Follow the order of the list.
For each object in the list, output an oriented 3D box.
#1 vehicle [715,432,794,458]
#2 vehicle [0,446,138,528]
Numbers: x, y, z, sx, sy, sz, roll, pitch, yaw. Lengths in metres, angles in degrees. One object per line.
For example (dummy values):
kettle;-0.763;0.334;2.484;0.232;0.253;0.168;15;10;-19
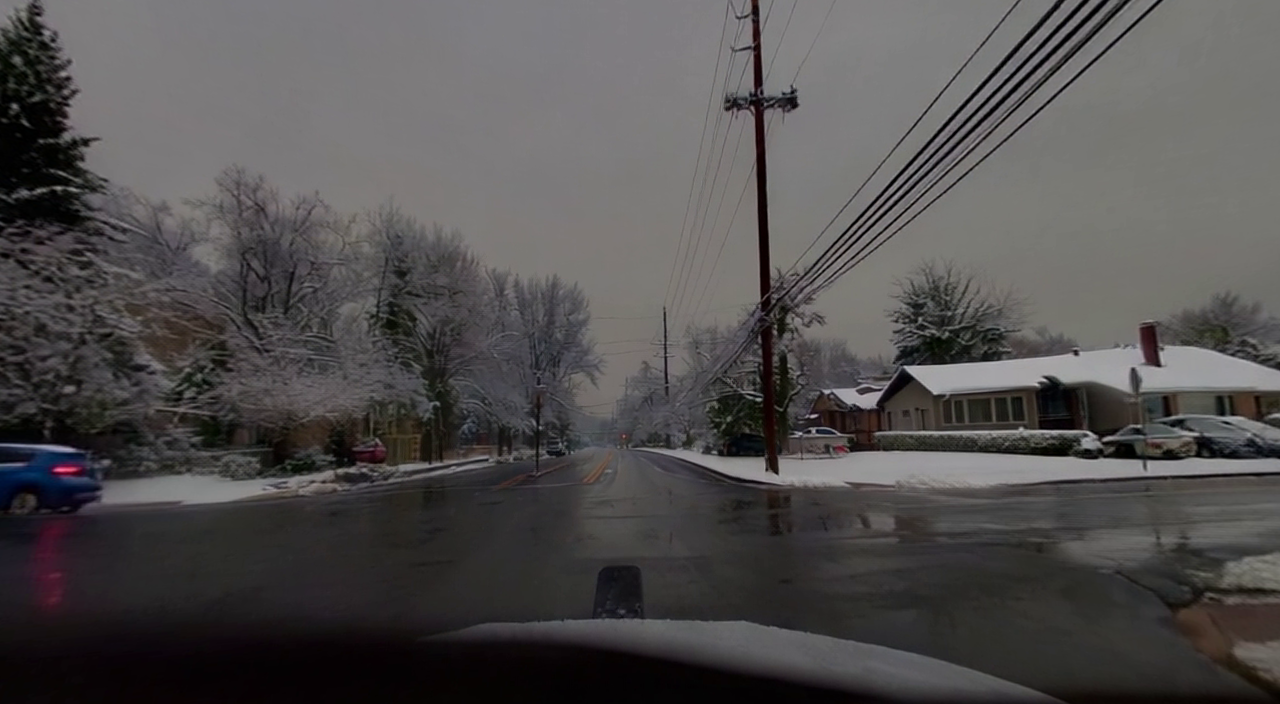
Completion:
vehicle;7.491;6.107;41.674;4.784;1.647;1.947;0;-8;-5
vehicle;-13.836;2.824;13.446;4.396;1.596;1.988;2;-8;-14
